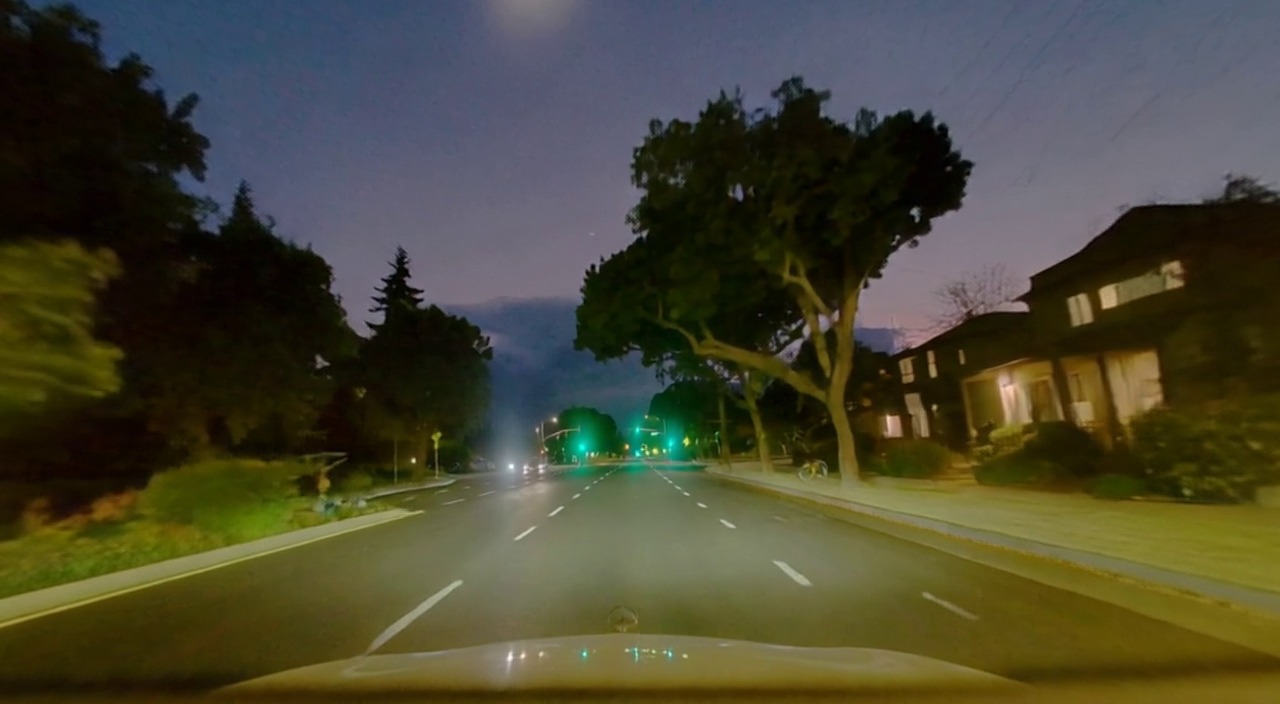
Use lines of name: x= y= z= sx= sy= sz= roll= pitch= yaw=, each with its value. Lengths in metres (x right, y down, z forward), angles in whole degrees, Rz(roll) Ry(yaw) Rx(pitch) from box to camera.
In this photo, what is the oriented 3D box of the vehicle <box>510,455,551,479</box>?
vehicle: x=-7.408 y=7.835 z=43.247 sx=2.006 sy=1.501 sz=4.789 roll=0 pitch=-9 yaw=0
